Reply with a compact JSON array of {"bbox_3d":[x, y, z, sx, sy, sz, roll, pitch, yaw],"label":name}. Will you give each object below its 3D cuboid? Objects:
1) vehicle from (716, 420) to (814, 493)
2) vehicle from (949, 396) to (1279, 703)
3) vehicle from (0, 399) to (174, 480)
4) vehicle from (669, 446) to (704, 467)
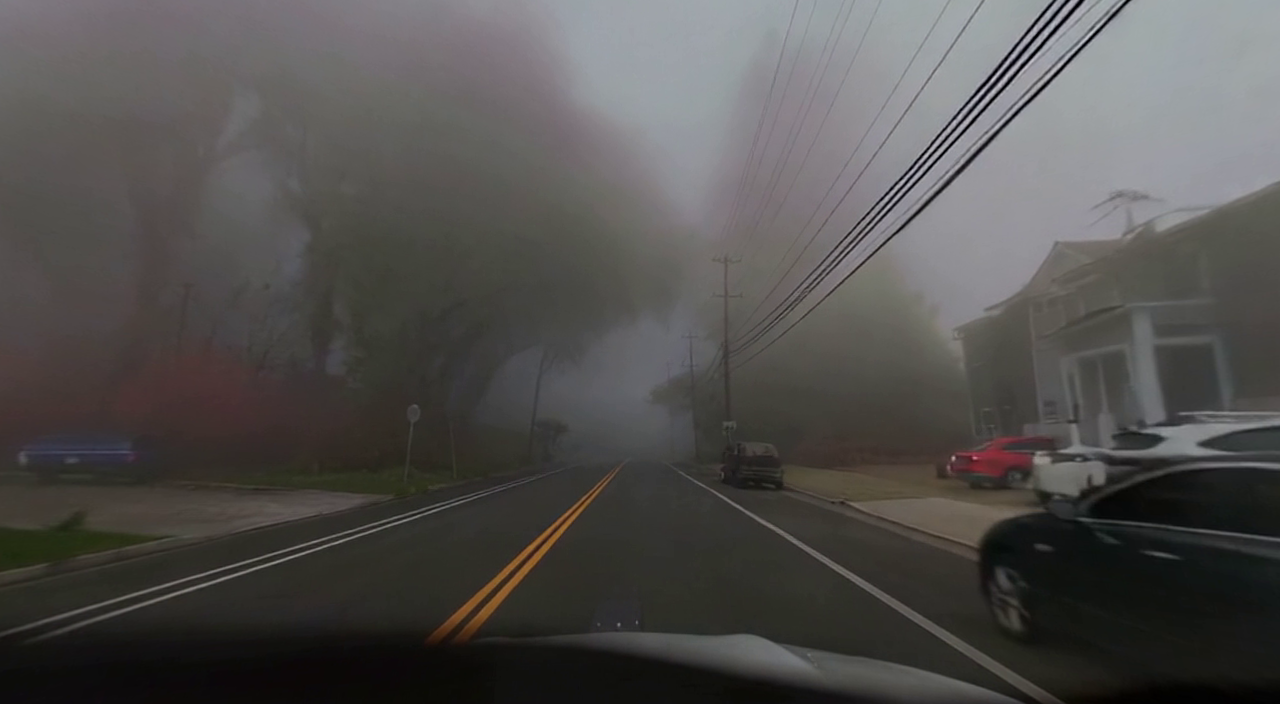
[{"bbox_3d":[3.795,3.282,20.146,2.088,2.019,4.802,0,-8,0],"label":"vehicle"},{"bbox_3d":[3.551,0.982,2.796,1.979,1.524,4.602,0,-8,-1],"label":"vehicle"},{"bbox_3d":[-21.332,2.992,21.540,2.970,2.515,10.445,-2,-7,0],"label":"vehicle"},{"bbox_3d":[3.447,7.839,47.796,2.191,1.494,4.957,0,-8,0],"label":"vehicle"}]
